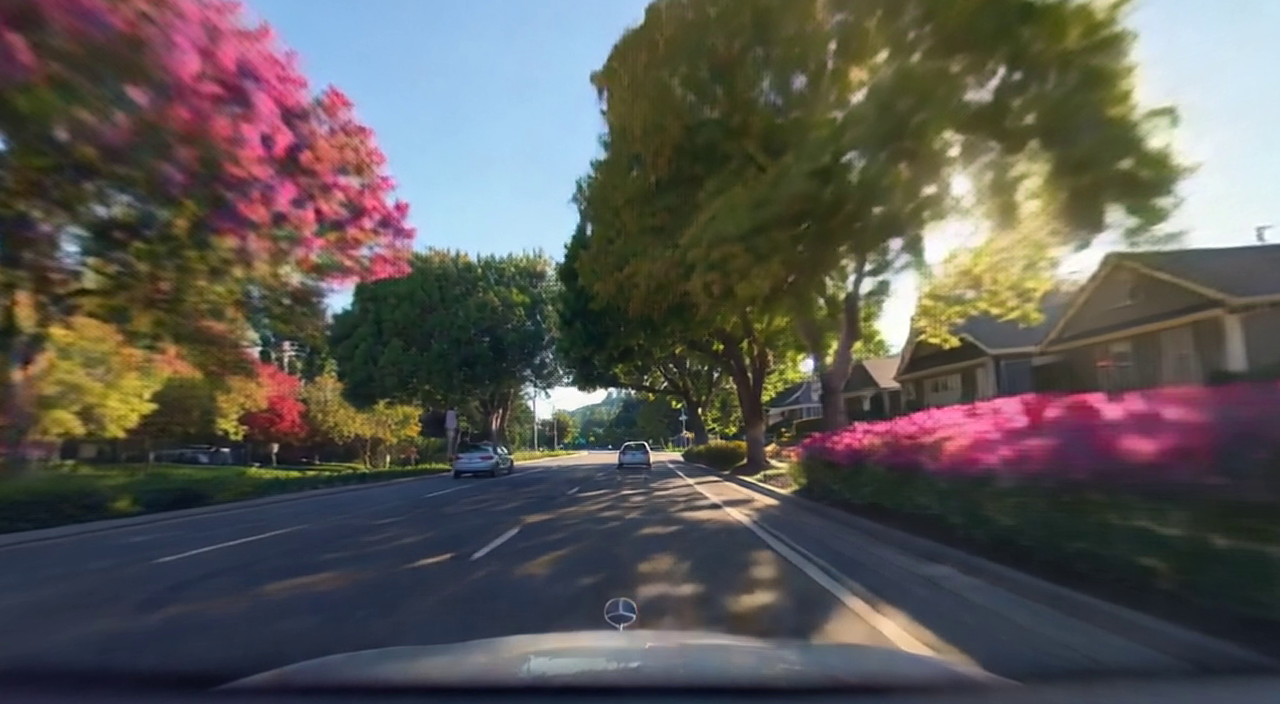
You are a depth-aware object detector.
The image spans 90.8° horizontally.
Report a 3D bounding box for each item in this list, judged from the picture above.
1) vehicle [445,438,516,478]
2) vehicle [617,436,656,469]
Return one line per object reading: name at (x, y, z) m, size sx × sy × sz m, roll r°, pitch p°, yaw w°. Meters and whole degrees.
vehicle at (-7.188, 4.803, 28.951) m, size 1.993 × 1.657 × 4.487 m, roll 0°, pitch -8°, yaw 1°
vehicle at (-0.180, 5.746, 36.347) m, size 2.070 × 1.764 × 4.552 m, roll 0°, pitch -8°, yaw 0°
